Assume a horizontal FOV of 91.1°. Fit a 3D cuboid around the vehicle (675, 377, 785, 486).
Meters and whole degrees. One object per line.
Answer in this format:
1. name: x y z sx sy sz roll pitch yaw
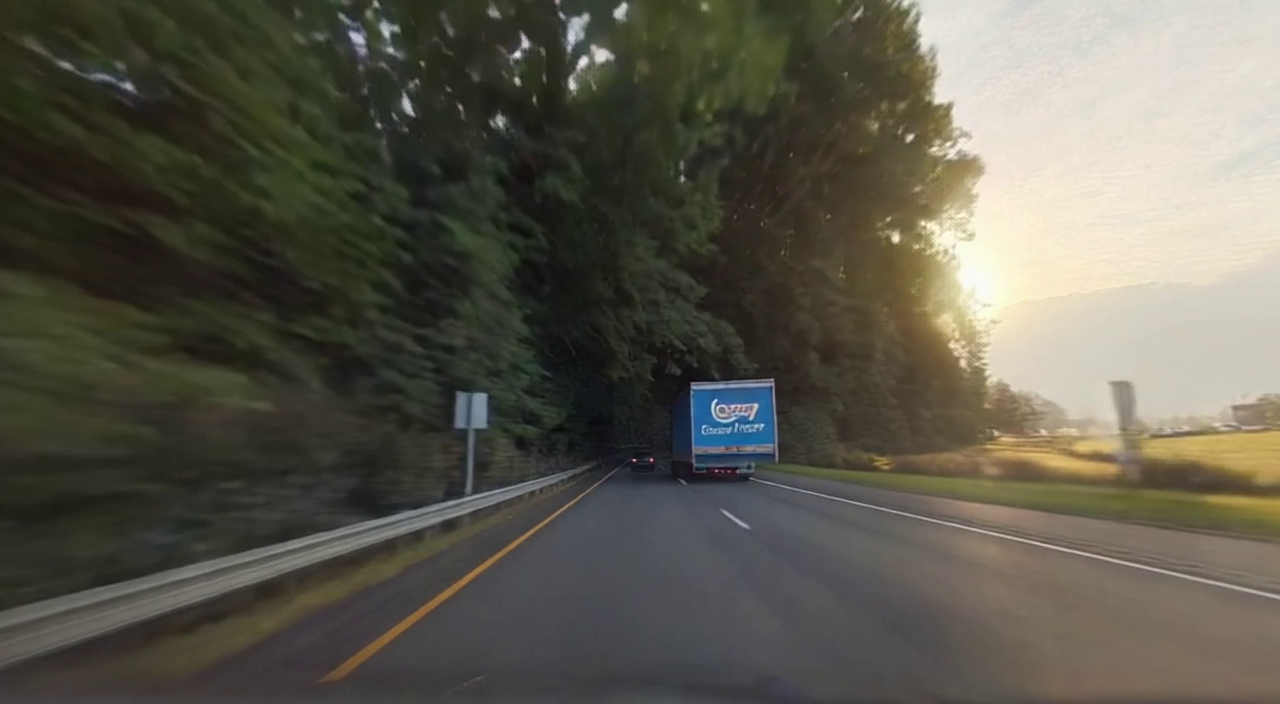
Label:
1. vehicle: 3.711 3.874 29.512 3.440 4.090 11.380 -1 -9 0
